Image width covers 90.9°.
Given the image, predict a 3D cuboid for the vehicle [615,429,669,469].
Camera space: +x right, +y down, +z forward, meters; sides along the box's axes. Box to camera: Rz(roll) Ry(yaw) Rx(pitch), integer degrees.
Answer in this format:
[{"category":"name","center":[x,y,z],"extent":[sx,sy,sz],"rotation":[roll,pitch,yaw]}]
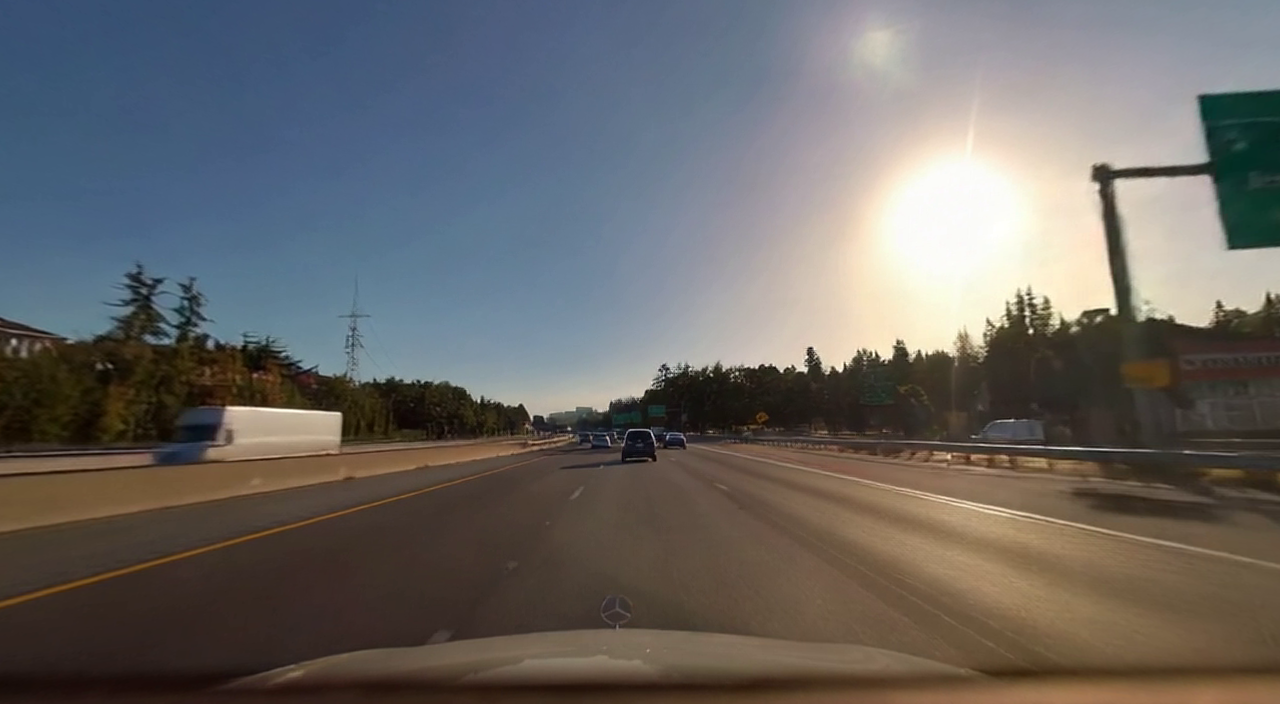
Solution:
[{"category":"vehicle","center":[0.030,4.037,26.356],"extent":[2.086,1.554,3.875],"rotation":[0,-8,-2]}]
